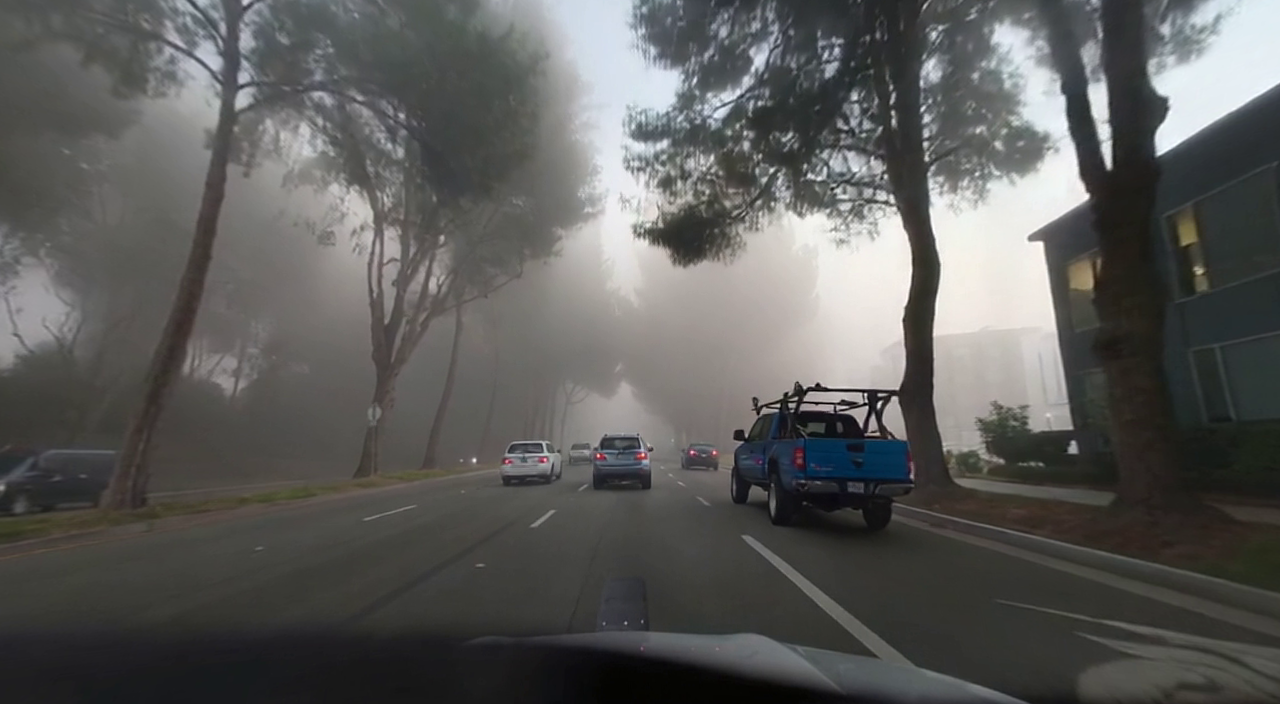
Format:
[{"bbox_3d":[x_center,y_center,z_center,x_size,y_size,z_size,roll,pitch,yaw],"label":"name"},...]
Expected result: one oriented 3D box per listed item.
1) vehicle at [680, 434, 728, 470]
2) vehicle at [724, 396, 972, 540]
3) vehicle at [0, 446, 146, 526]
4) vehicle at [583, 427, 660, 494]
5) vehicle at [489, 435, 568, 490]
[{"bbox_3d":[3.638,5.802,36.591,2.183,1.948,4.633,0,-8,-2],"label":"vehicle"},{"bbox_3d":[3.394,2.115,12.162,2.655,2.054,6.098,0,-8,0],"label":"vehicle"},{"bbox_3d":[-15.047,3.258,15.725,1.889,1.743,4.296,-2,-8,1],"label":"vehicle"},{"bbox_3d":[-0.466,3.215,18.966,2.075,1.770,4.018,0,-8,1],"label":"vehicle"},{"bbox_3d":[-3.599,3.627,21.047,1.894,1.642,3.861,0,-8,1],"label":"vehicle"}]
